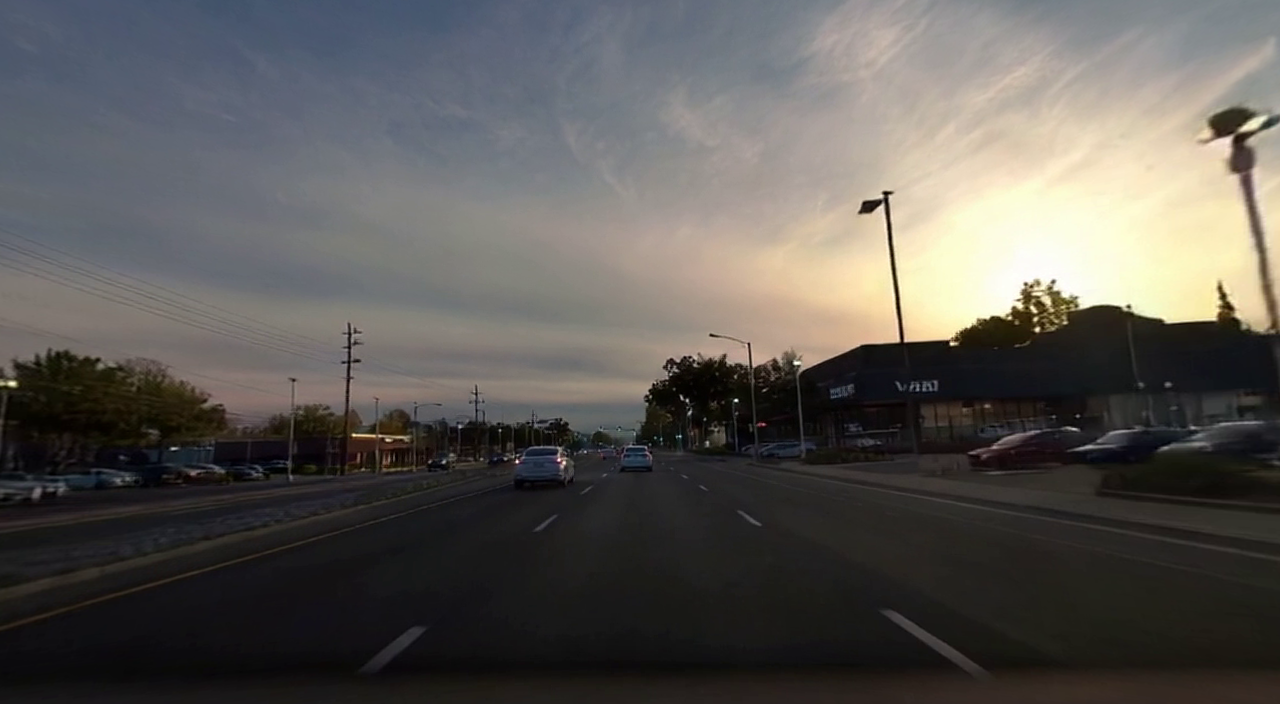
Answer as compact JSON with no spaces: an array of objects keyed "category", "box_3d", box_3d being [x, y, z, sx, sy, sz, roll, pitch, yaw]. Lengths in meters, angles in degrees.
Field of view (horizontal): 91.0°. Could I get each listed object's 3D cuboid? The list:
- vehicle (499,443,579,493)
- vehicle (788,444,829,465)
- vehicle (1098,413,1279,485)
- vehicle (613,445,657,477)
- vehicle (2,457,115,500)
[{"category":"vehicle","box_3d":[-3.228,3.796,20.999,1.939,1.496,4.309,0,-9,0]},{"category":"vehicle","box_3d":[13.039,7.916,48.893,1.914,1.523,4.747,-1,-9,1]},{"category":"vehicle","box_3d":[13.530,2.254,14.657,4.109,1.542,1.975,-1,-9,2]},{"category":"vehicle","box_3d":[-0.236,5.288,30.874,2.019,1.459,4.005,0,-9,-1]},{"category":"vehicle","box_3d":[-40.664,8.832,44.132,5.302,2.808,2.498,-1,-9,1]}]
